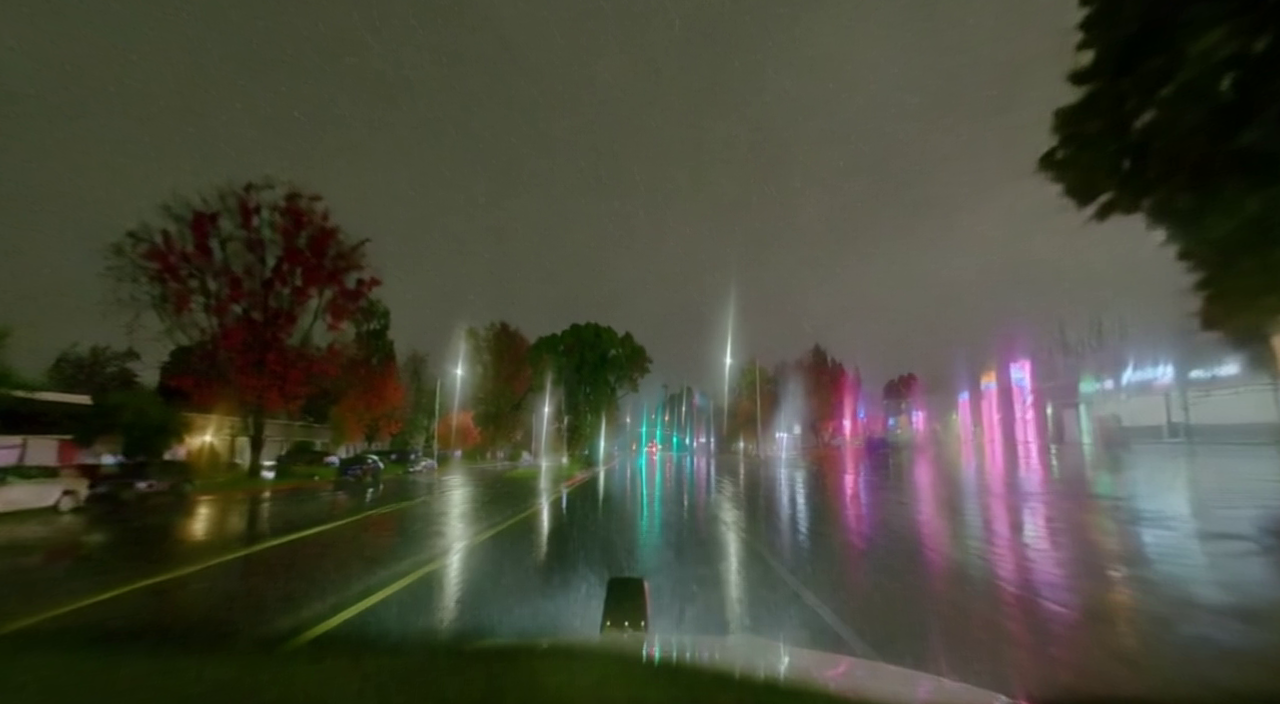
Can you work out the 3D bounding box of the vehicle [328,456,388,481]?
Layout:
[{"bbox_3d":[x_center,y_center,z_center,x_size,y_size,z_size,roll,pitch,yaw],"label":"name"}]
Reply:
[{"bbox_3d":[-18.575,7.680,41.742,1.806,1.454,4.599,0,-8,1],"label":"vehicle"}]

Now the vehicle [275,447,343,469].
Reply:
[{"bbox_3d":[-26.184,8.393,49.999,4.314,1.680,1.822,0,-8,-3],"label":"vehicle"}]

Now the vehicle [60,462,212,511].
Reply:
[{"bbox_3d":[-18.821,4.998,23.856,1.861,1.499,4.535,-1,-8,3],"label":"vehicle"}]
